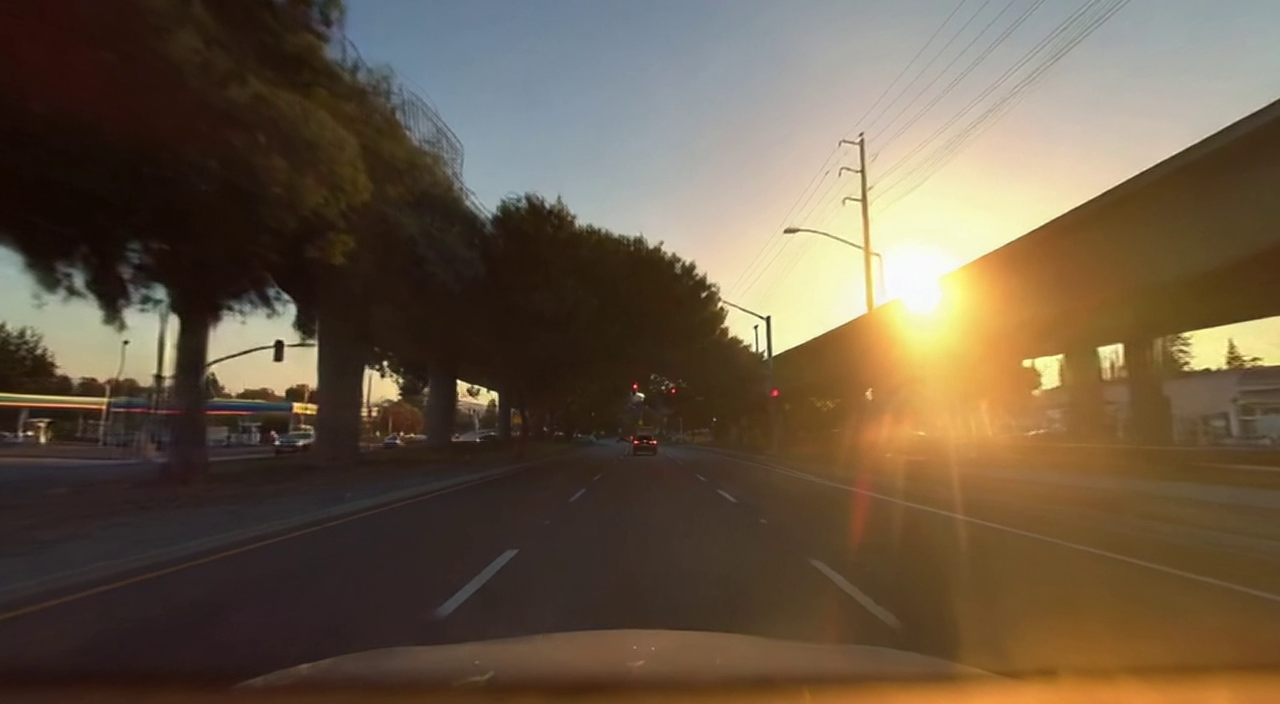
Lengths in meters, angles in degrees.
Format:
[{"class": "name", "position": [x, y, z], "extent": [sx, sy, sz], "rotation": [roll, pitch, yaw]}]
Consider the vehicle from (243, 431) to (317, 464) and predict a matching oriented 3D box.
[{"class": "vehicle", "position": [-23.222, 6.198, 40.746], "extent": [2.026, 1.965, 4.674], "rotation": [0, -8, -1]}]

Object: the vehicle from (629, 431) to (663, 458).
[{"class": "vehicle", "position": [0.357, 5.914, 40.135], "extent": [2.074, 1.631, 3.793], "rotation": [0, -8, 0]}]
